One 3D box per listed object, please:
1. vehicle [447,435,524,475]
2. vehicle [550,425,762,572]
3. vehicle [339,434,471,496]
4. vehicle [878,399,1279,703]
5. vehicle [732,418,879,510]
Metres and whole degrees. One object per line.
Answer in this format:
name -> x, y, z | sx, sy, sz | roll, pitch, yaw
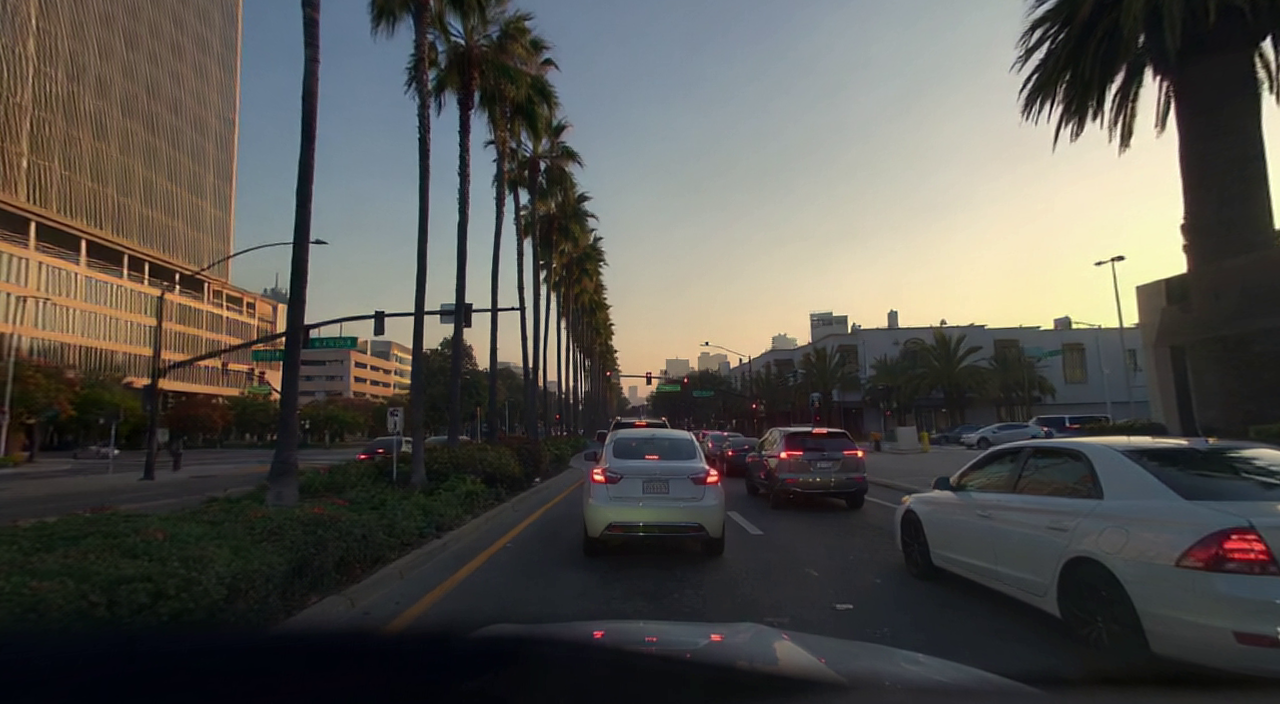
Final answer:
vehicle -> -6.041, 4.096, 25.219 | 1.822, 1.456, 4.396 | -1, -8, 2
vehicle -> 0.178, 1.787, 8.458 | 2.140, 1.474, 4.026 | 0, -8, 0
vehicle -> -6.252, 3.052, 17.388 | 1.900, 1.487, 4.165 | 0, -8, 2
vehicle -> 3.538, 1.227, 4.479 | 1.910, 1.490, 4.661 | 0, -8, 1
vehicle -> 3.496, 2.468, 14.303 | 2.169, 1.751, 4.276 | 0, -8, 0
